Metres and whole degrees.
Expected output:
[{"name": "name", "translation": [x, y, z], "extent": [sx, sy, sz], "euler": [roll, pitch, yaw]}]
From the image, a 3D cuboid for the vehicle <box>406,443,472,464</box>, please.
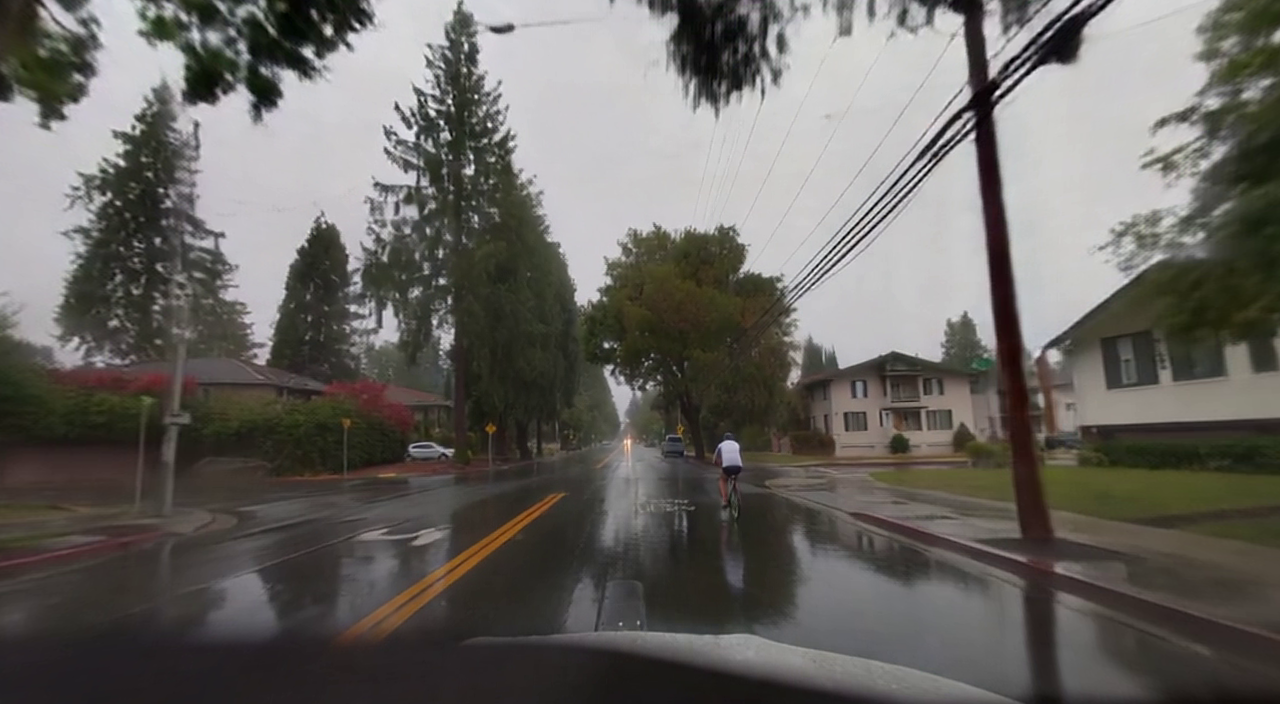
[{"name": "vehicle", "translation": [-14.472, 7.321, 45.597], "extent": [4.143, 1.480, 1.755], "euler": [0, -8, -2]}]
